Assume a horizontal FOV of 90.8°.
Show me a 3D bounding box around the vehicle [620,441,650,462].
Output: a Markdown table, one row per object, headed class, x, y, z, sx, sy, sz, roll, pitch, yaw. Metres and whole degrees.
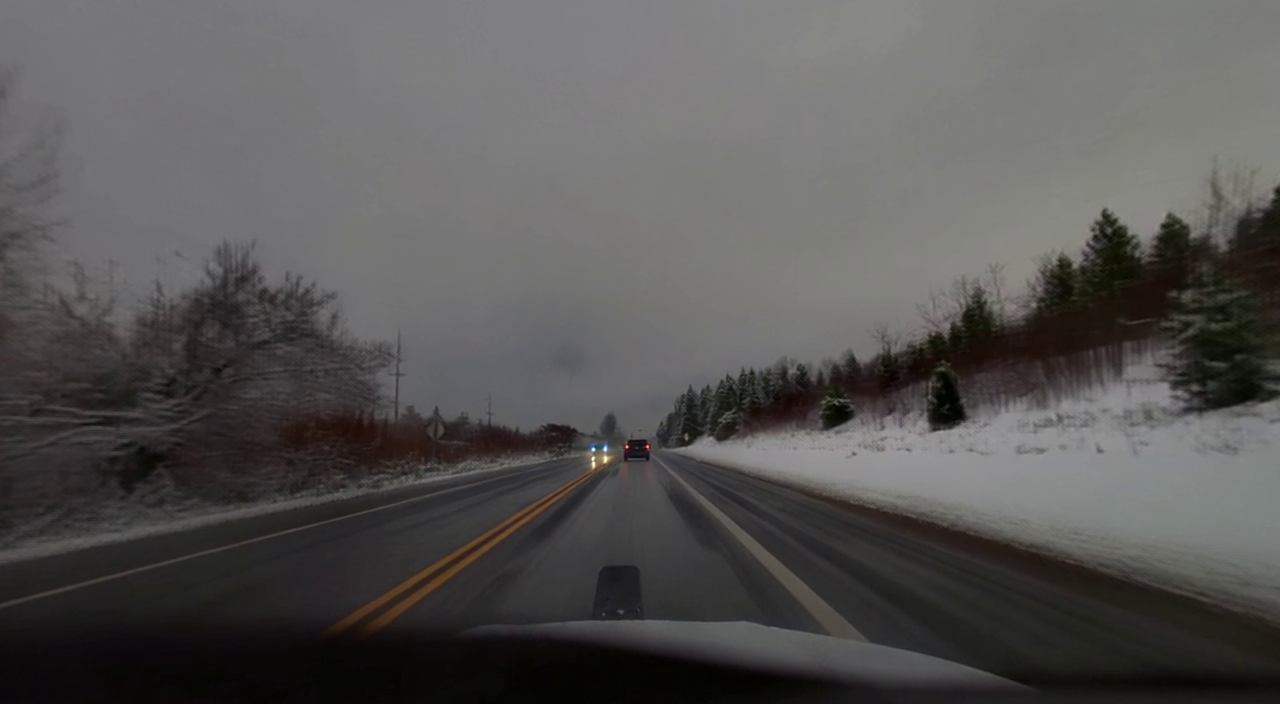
| class | x | y | z | sx | sy | sz | roll | pitch | yaw |
| --- | --- | --- | --- | --- | --- | --- | --- | --- | --- |
| vehicle | -0.370 | 7.352 | 46.876 | 2.186 | 1.486 | 3.861 | 0 | -9 | -1 |
